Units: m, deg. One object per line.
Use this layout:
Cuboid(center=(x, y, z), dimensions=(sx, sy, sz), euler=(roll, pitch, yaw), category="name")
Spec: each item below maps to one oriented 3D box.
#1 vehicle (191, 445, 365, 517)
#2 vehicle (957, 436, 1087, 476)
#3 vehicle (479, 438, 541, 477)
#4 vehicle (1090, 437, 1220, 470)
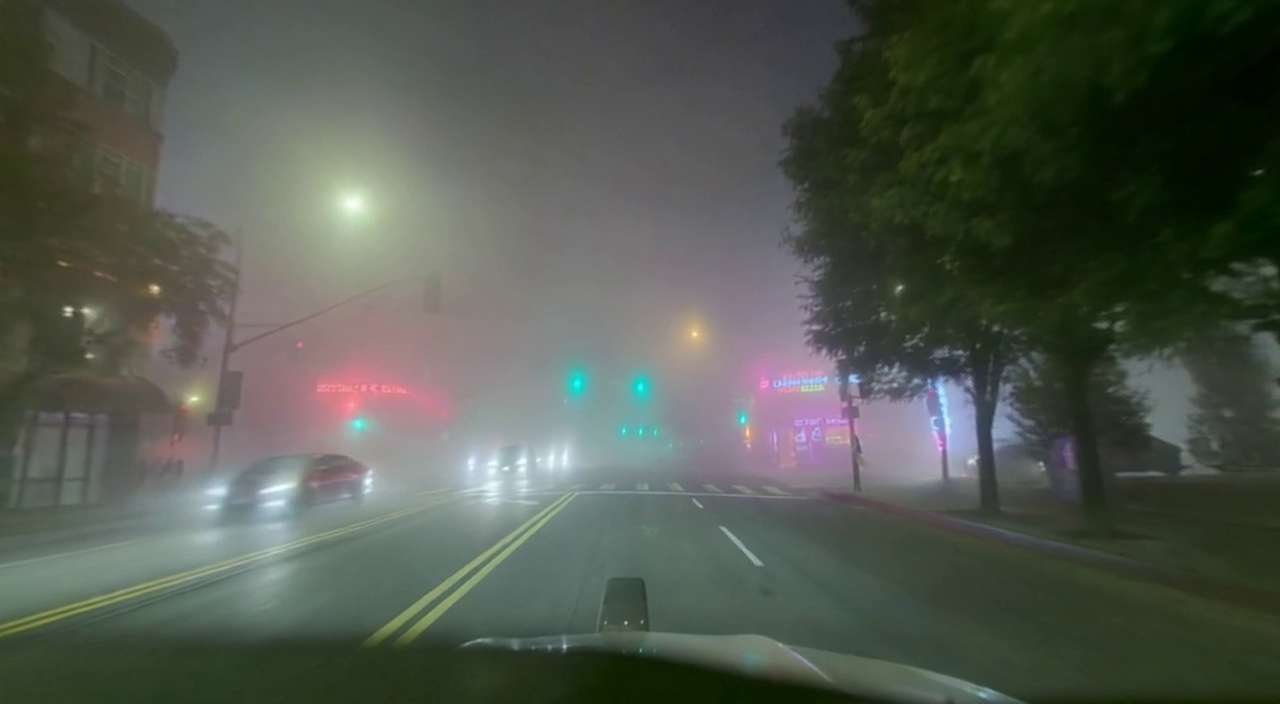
Cuboid(center=(-8.807, 3.130, 15.811), dimensions=(1.978, 1.561, 3.907), euler=(0, -9, 1), category="vehicle")
Cuboid(center=(16.583, 4.527, 27.528), dimensions=(4.299, 1.679, 2.011), euler=(0, -9, 0), category="vehicle")
Cuboid(center=(-6.266, 5.125, 30.807), dimensions=(2.041, 1.756, 4.392), euler=(0, -9, 1), category="vehicle")
Cuboid(center=(24.754, 4.877, 30.422), dimensions=(4.503, 1.472, 2.032), euler=(0, -9, -2), category="vehicle")
